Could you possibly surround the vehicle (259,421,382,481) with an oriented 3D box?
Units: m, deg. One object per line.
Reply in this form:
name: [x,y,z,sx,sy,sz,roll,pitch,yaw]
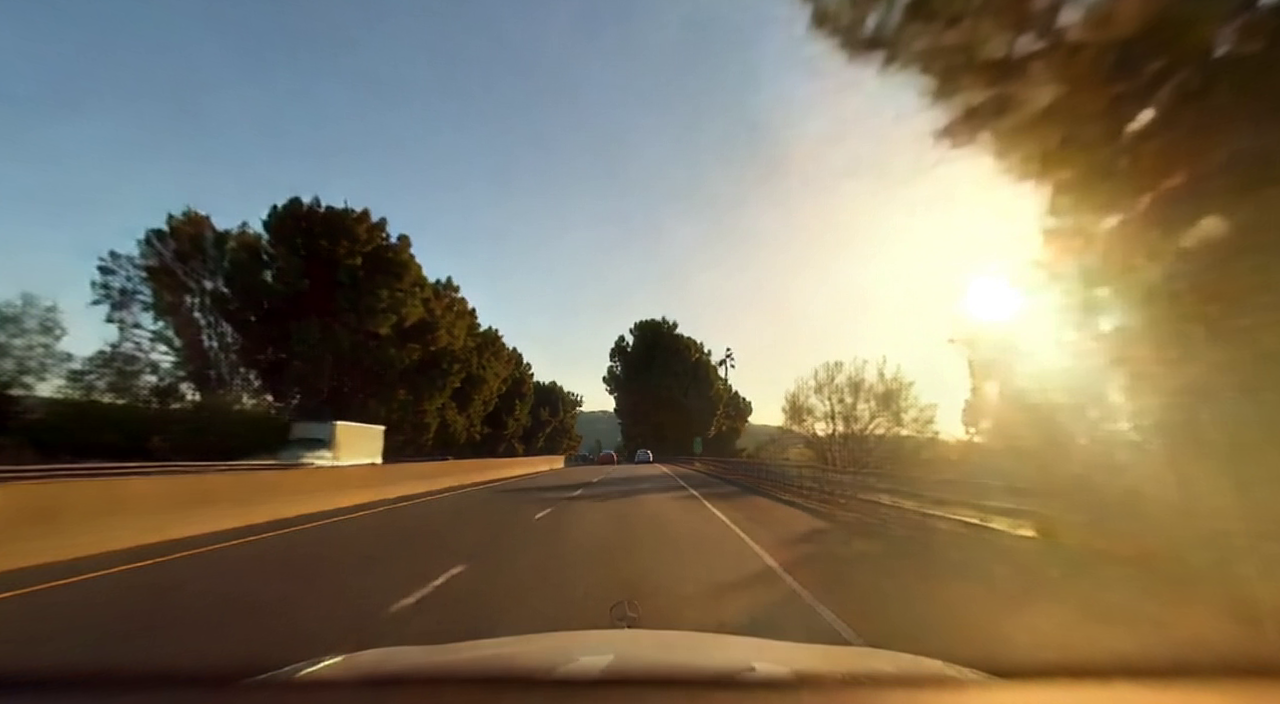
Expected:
vehicle: [-16.693,5.274,33.620,2.588,2.812,7.119,0,-9,1]
